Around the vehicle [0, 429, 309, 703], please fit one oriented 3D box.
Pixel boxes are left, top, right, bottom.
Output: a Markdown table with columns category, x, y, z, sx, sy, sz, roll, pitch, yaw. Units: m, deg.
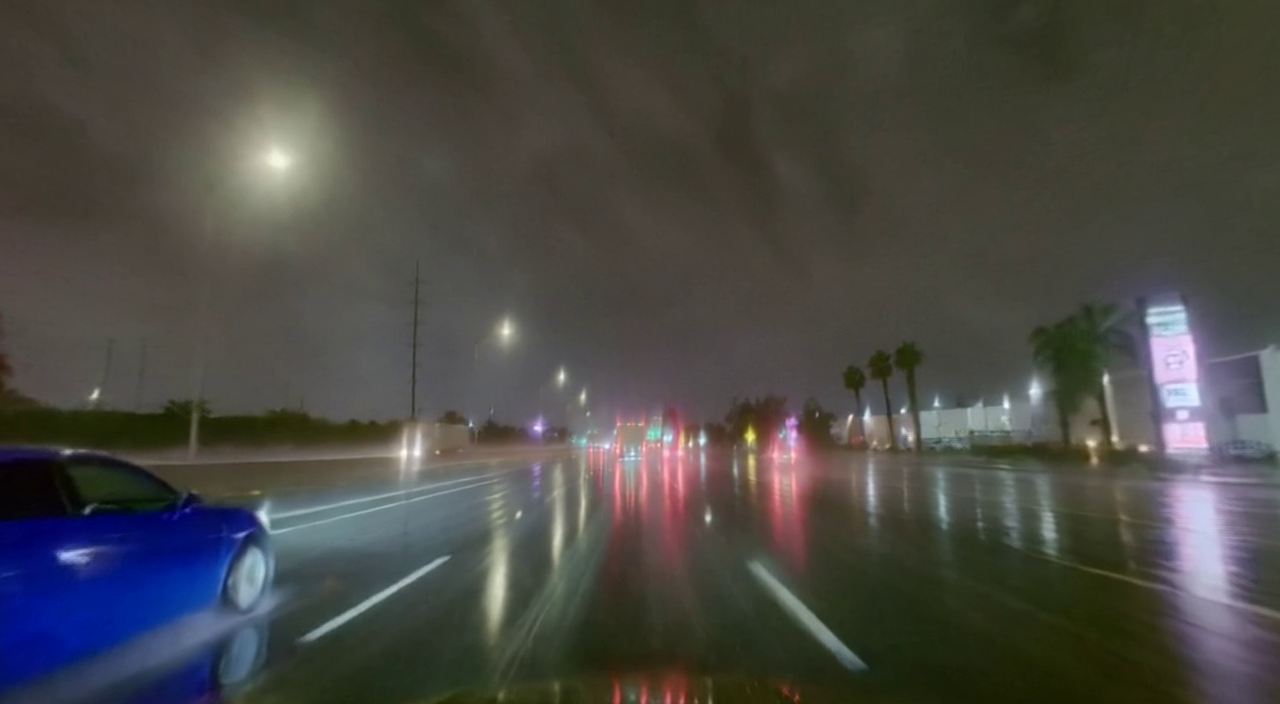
| category | x | y | z | sx | sy | sz | roll | pitch | yaw |
| --- | --- | --- | --- | --- | --- | --- | --- | --- | --- |
| vehicle | -3.985 | 1.158 | 3.385 | 2.097 | 1.447 | 4.291 | 0 | -9 | 0 |

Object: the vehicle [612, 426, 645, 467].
| category | x | y | z | sx | sy | sz | roll | pitch | yaw |
| --- | --- | --- | --- | --- | --- | --- | --- | --- | --- |
| vehicle | -0.929 | 7.280 | 48.801 | 2.364 | 2.953 | 6.495 | 0 | -9 | -2 |
